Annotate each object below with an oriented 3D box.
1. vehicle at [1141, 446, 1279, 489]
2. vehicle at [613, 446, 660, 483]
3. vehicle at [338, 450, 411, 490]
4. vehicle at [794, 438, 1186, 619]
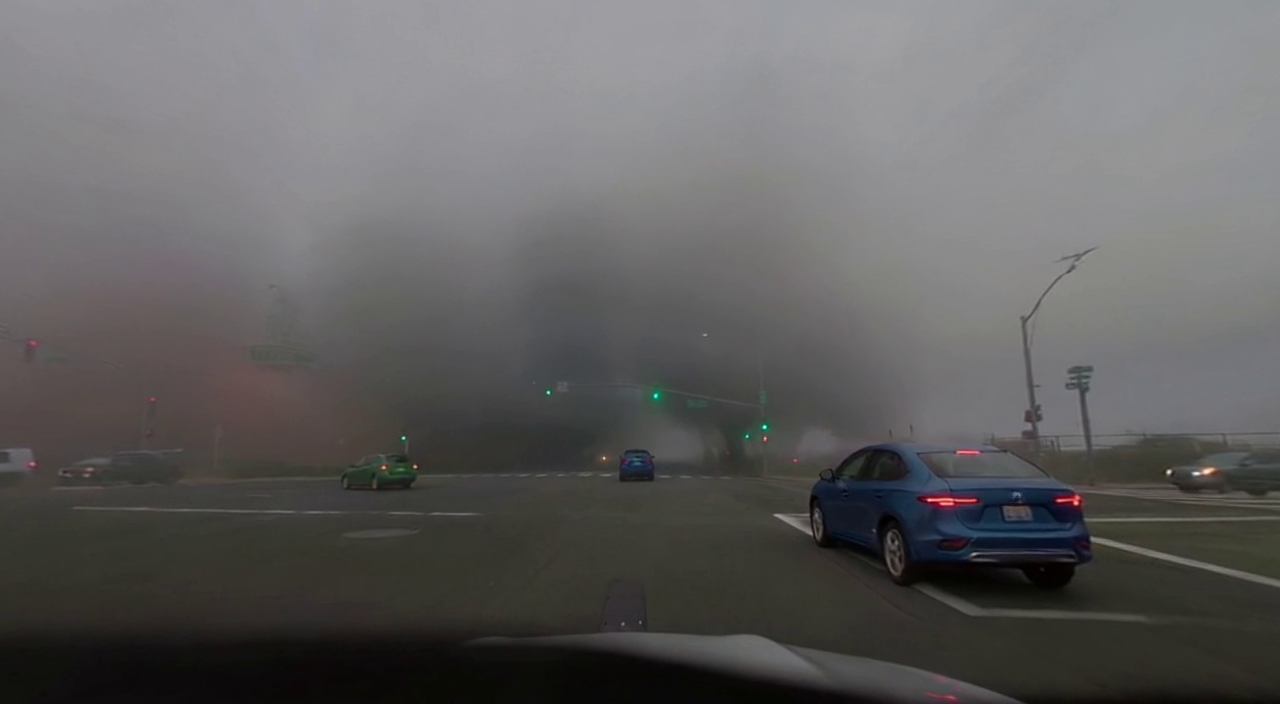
[{"bbox_3d":[23.452,4.584,25.149,4.705,1.631,2.053,-2,-9,16],"label":"vehicle"},{"bbox_3d":[-0.166,5.471,30.853,2.108,1.654,4.235,0,-8,0],"label":"vehicle"},{"bbox_3d":[-12.080,5.275,28.438,1.987,1.633,4.005,7,-11,-37],"label":"vehicle"},{"bbox_3d":[3.452,1.798,7.496,2.056,1.468,4.520,0,-8,0],"label":"vehicle"}]
